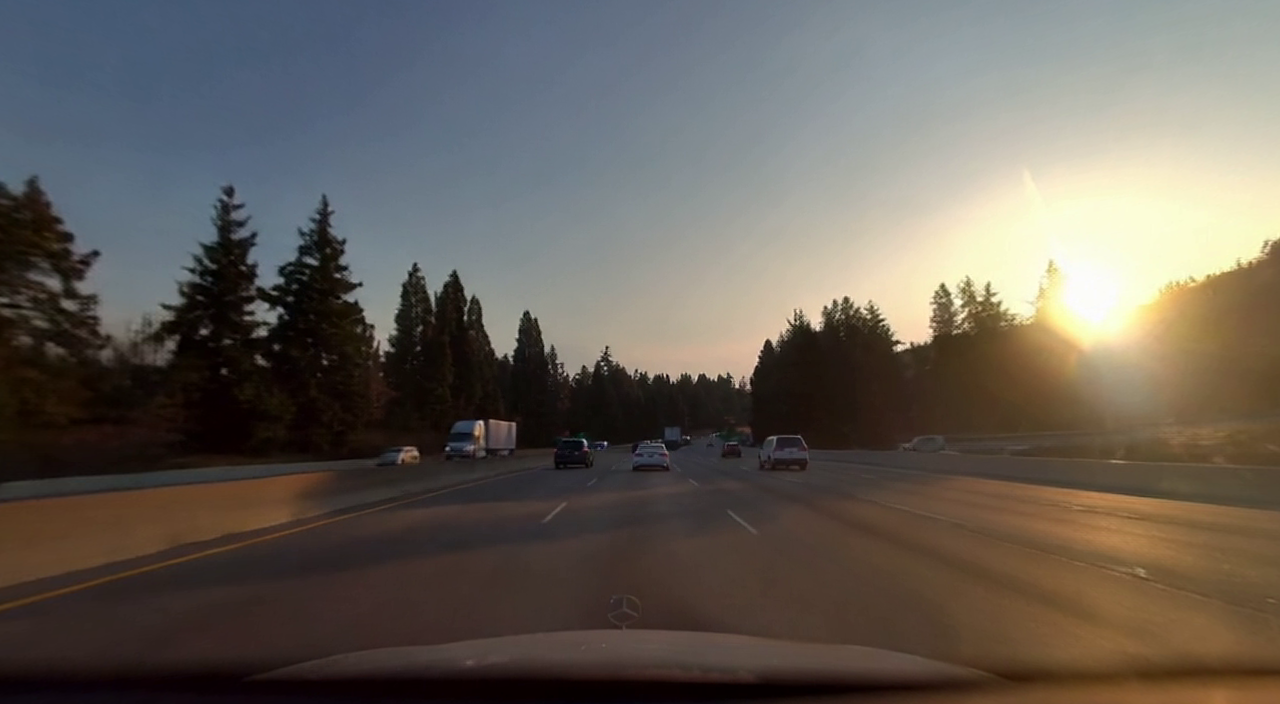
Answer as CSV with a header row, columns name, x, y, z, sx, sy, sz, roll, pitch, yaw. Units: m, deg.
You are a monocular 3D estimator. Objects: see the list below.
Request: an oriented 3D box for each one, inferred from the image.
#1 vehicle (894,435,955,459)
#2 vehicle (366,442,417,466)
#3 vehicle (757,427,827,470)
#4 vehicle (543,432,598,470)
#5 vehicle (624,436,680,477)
name,x,y,z,sx,sy,sz,roll,pitch,yaw
vehicle,21.155,7.105,47.140,1.912,1.652,4.601,1,-8,-8
vehicle,-19.431,7.960,49.451,1.973,1.775,4.772,0,-8,1
vehicle,7.237,4.686,30.699,2.094,1.916,5.099,0,-8,0
vehicle,-3.320,4.832,31.079,2.140,1.720,4.410,0,-8,1
vehicle,0.437,4.184,25.509,2.071,1.464,4.162,0,-8,0
